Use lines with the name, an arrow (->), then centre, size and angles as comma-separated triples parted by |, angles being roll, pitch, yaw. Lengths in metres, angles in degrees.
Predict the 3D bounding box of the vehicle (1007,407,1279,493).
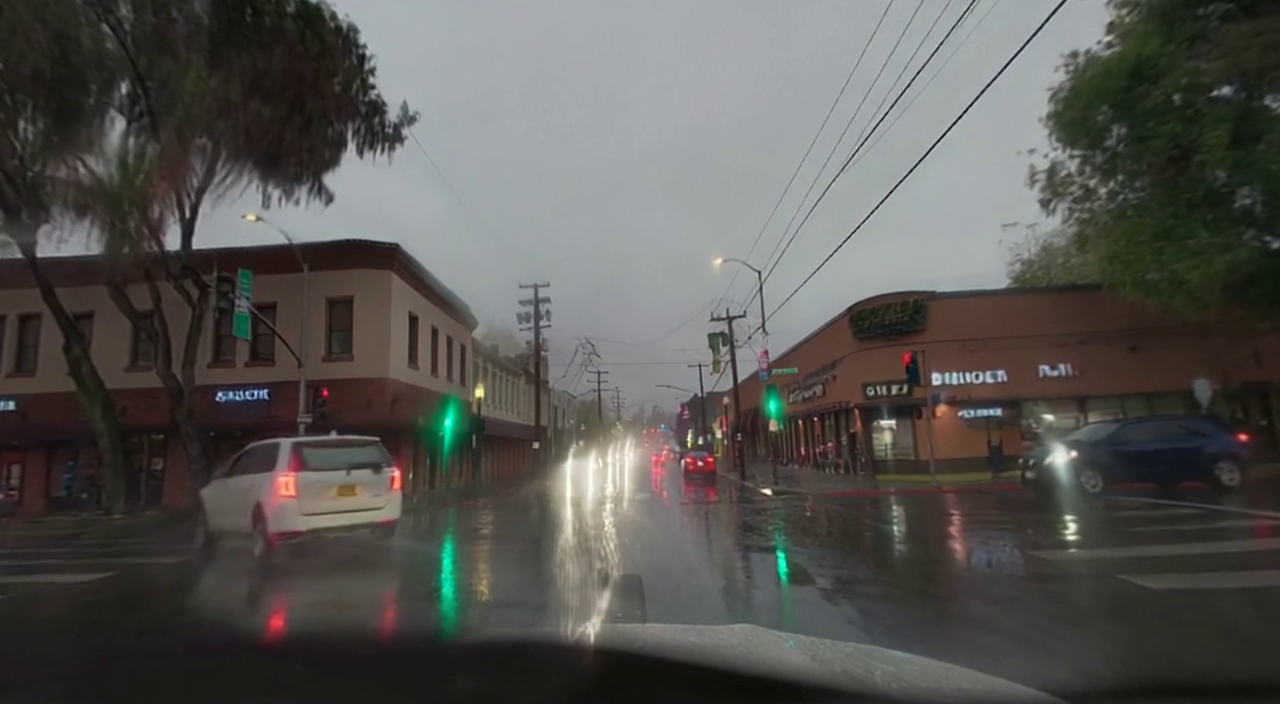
vehicle -> 12.673, 2.393, 15.496 | 5.716, 1.894, 2.433 | -1, -8, 2

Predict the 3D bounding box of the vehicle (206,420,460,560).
vehicle -> -5.519, 2.291, 11.116 | 4.611, 1.882, 2.440 | -10, -13, 43

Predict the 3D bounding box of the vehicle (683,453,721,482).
vehicle -> 3.656, 6.863, 37.695 | 2.062, 1.526, 3.989 | -1, -8, 3

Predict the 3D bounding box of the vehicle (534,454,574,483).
vehicle -> -5.671, 7.710, 42.106 | 2.044, 1.711, 4.048 | 0, -8, 1

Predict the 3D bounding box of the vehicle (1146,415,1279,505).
vehicle -> 13.546, 2.006, 12.645 | 4.815, 1.501, 2.157 | -5, -9, 2
